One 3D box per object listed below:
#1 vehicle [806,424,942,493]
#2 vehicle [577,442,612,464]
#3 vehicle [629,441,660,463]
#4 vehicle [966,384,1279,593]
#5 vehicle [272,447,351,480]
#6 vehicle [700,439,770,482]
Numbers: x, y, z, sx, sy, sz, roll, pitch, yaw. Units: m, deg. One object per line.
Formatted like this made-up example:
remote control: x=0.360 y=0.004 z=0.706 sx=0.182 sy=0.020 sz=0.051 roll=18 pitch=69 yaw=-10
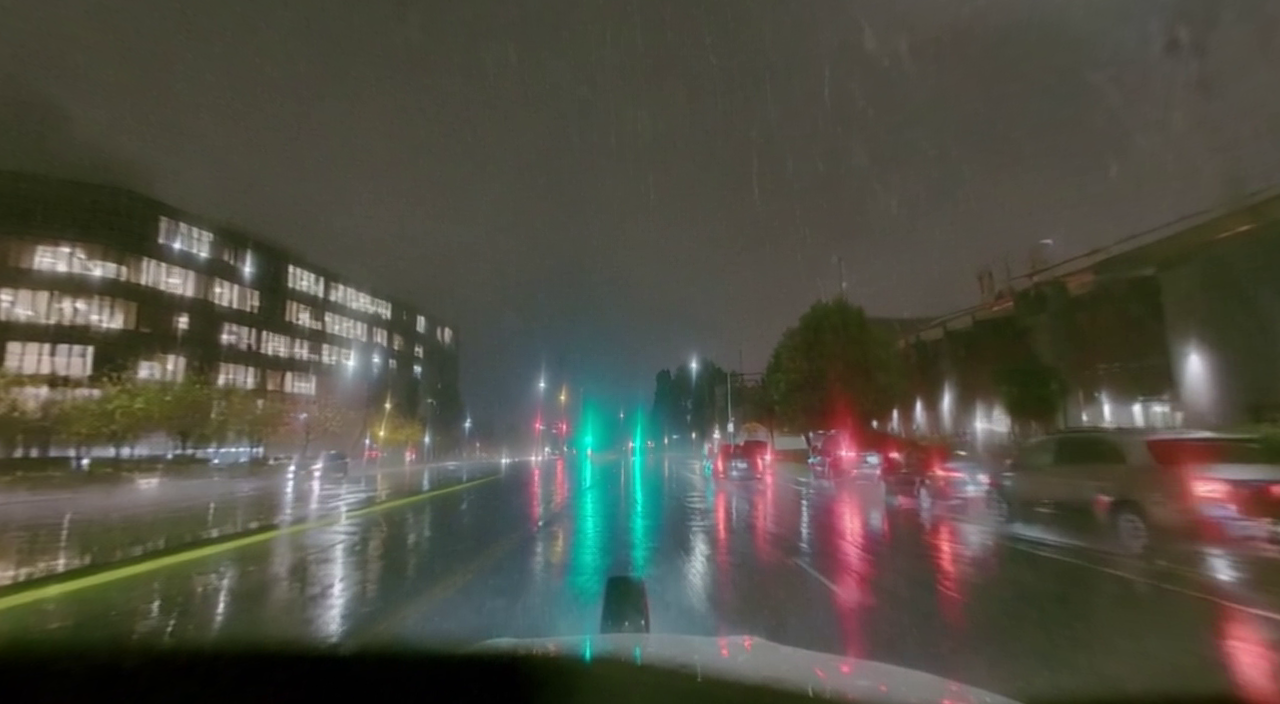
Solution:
vehicle: x=7.102 y=3.310 z=19.999 sx=2.087 sy=1.823 sz=5.906 roll=0 pitch=-8 yaw=1
vehicle: x=-3.104 y=7.024 z=44.059 sx=2.082 sy=1.467 sz=4.379 roll=0 pitch=-8 yaw=1
vehicle: x=0.343 y=7.017 z=44.303 sx=2.101 sy=1.480 sz=3.929 roll=0 pitch=-8 yaw=1
vehicle: x=6.667 y=1.595 z=8.276 sx=2.215 sy=1.909 sz=4.875 roll=0 pitch=-8 yaw=1
vehicle: x=-18.956 y=6.408 z=36.602 sx=2.022 sy=1.735 sz=4.695 roll=0 pitch=-8 yaw=0
vehicle: x=3.510 y=4.086 z=24.132 sx=1.990 sy=1.486 sz=4.431 roll=0 pitch=-8 yaw=0
